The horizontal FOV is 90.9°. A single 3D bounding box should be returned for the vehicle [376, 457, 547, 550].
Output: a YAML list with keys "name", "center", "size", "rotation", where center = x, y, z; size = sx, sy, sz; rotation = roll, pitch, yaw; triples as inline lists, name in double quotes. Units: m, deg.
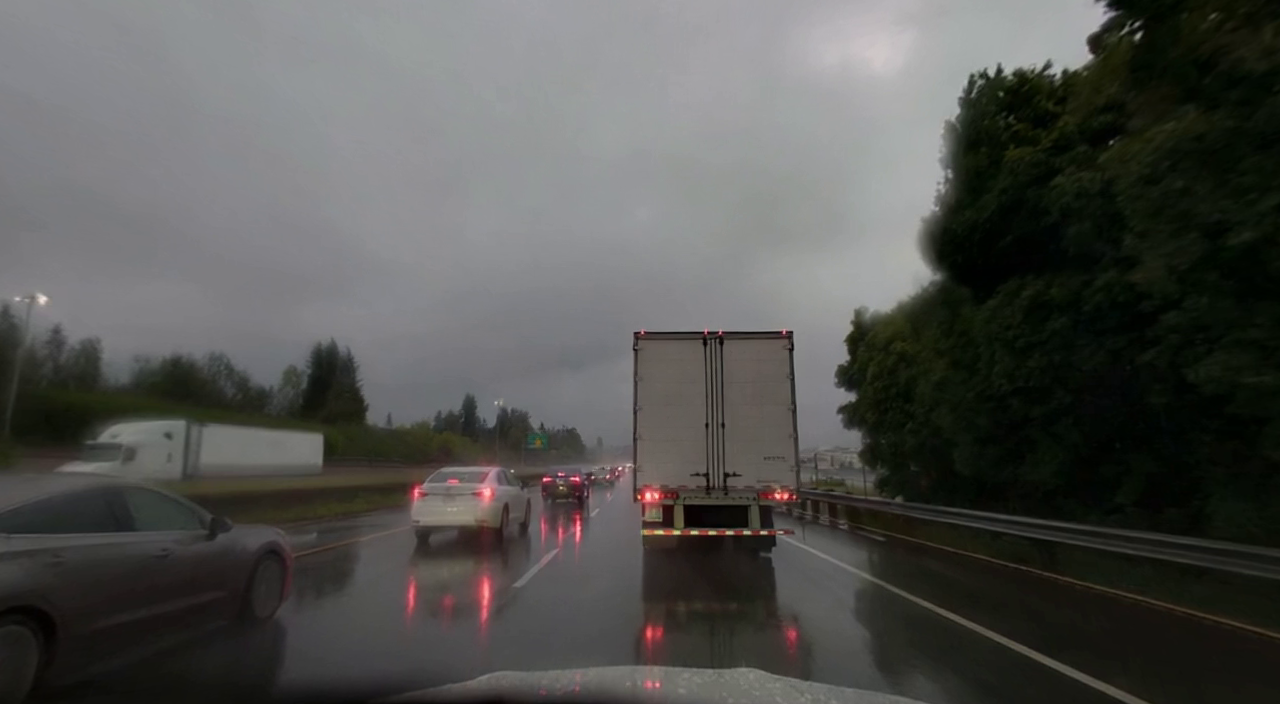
- name: "vehicle"
  center: [-3.352, 2.983, 12.974]
  size: [1.983, 1.509, 4.679]
  rotation: [0, -11, 2]

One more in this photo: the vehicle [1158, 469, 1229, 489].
- name: "vehicle"
  center: [43.814, 10.085, 49.891]
  size: [3.974, 1.485, 1.709]
  rotation: [1, -11, -3]

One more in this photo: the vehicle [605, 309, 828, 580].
- name: "vehicle"
  center: [1.142, 1.947, 12.634]
  size: [2.831, 3.529, 8.689]
  rotation: [0, -11, 2]

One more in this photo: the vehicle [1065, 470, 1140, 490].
- name: "vehicle"
  center: [36.562, 10.113, 49.889]
  size: [4.299, 1.465, 1.807]
  rotation: [-1, -11, 8]

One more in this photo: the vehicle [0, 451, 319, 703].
- name: "vehicle"
  center: [-4.294, 1.342, 3.982]
  size: [2.043, 1.391, 4.515]
  rotation: [0, -11, 1]

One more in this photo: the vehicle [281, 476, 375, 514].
- name: "vehicle"
  center: [-13.614, 6.231, 27.768]
  size: [1.803, 1.435, 4.256]
  rotation: [0, -11, 2]

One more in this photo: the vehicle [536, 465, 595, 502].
- name: "vehicle"
  center: [-3.271, 5.932, 28.608]
  size: [1.964, 1.482, 4.371]
  rotation: [0, -11, 2]
